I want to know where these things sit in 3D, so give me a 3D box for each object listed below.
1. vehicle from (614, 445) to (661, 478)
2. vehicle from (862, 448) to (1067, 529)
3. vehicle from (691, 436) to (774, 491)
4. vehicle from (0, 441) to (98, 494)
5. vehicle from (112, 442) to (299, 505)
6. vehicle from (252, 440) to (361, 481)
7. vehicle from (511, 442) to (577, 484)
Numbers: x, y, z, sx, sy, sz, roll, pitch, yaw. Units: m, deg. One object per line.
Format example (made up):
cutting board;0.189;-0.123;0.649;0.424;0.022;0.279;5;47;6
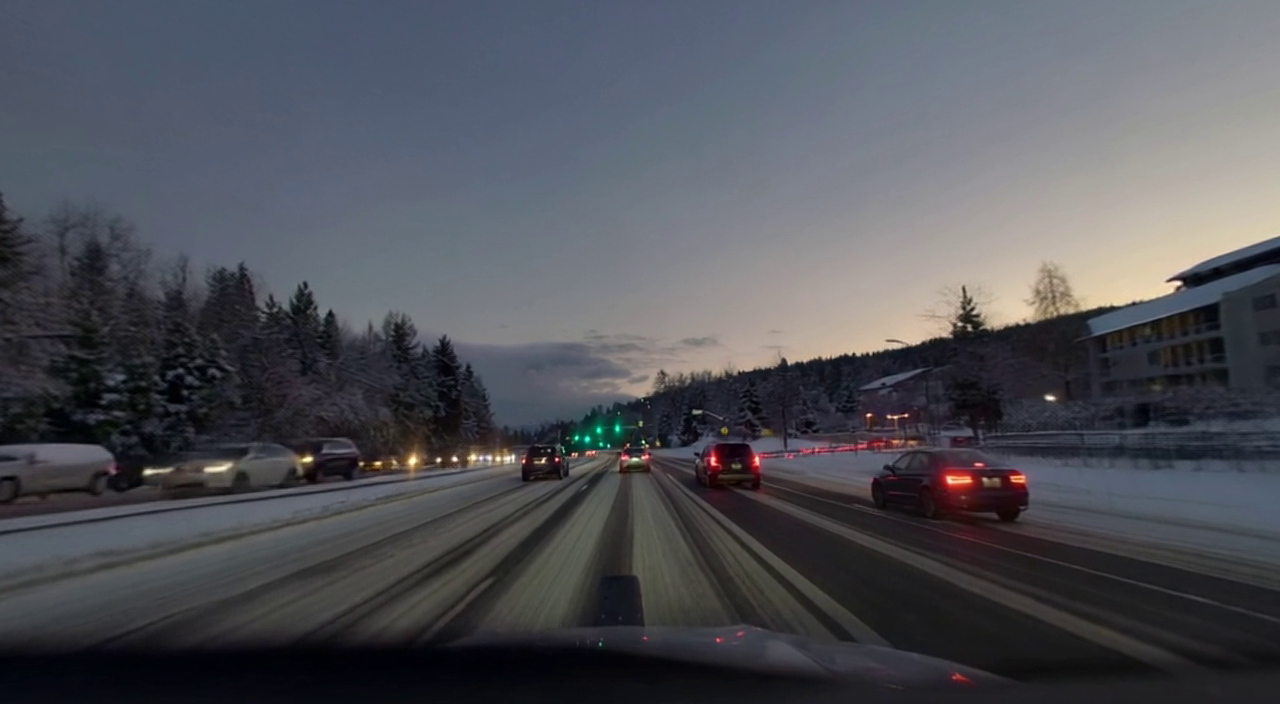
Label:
vehicle;-0.186;5.369;31.211;2.155;1.486;4.403;0;-8;-1
vehicle;6.559;2.759;13.465;1.945;1.408;4.288;0;-8;-2
vehicle;3.123;3.880;22.296;2.161;1.716;4.194;0;-8;-2
vehicle;-22.459;4.076;22.483;2.005;1.761;4.824;0;-8;0
vehicle;-12.431;3.475;18.627;2.043;1.571;4.946;0;-8;-1
vehicle;-15.484;5.043;29.763;2.089;1.744;5.500;0;-8;0
vehicle;-4.020;4.732;27.239;2.172;1.671;4.175;0;-8;0
